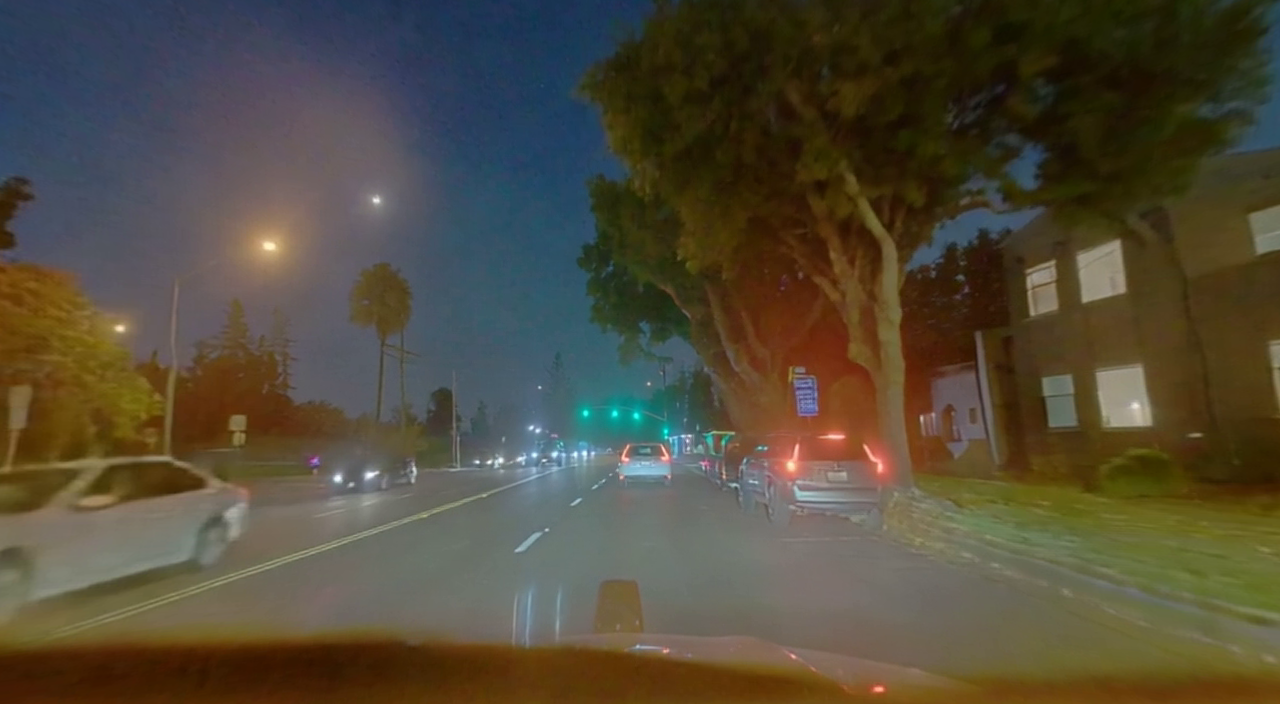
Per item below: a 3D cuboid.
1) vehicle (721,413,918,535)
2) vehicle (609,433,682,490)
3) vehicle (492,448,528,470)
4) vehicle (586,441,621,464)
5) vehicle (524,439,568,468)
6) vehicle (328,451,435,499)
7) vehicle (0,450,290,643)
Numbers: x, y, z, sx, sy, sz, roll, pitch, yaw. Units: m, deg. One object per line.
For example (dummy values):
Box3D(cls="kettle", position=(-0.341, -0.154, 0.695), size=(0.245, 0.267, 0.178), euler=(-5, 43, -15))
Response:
Box3D(cls="vehicle", position=(2.874, 2.104, 11.419), size=(2.060, 1.733, 4.639), euler=(0, -9, -1))
Box3D(cls="vehicle", position=(0.121, 3.430, 20.081), size=(2.041, 1.575, 4.304), euler=(0, -9, -1))
Box3D(cls="vehicle", position=(-9.444, 7.799, 46.111), size=(1.908, 1.492, 3.699), euler=(-2, -9, -1))
Box3D(cls="vehicle", position=(-2.487, 6.973, 43.894), size=(2.117, 1.528, 4.277), euler=(0, -9, 1))
Box3D(cls="vehicle", position=(-6.264, 6.846, 42.591), size=(2.175, 1.820, 4.643), euler=(0, -9, 1))
Box3D(cls="vehicle", position=(-9.124, 4.353, 22.798), size=(1.908, 1.511, 4.611), euler=(0, -9, 0))
Box3D(cls="vehicle", position=(-6.013, 1.806, 6.614), size=(1.981, 1.498, 4.701), euler=(-1, -9, 0))
